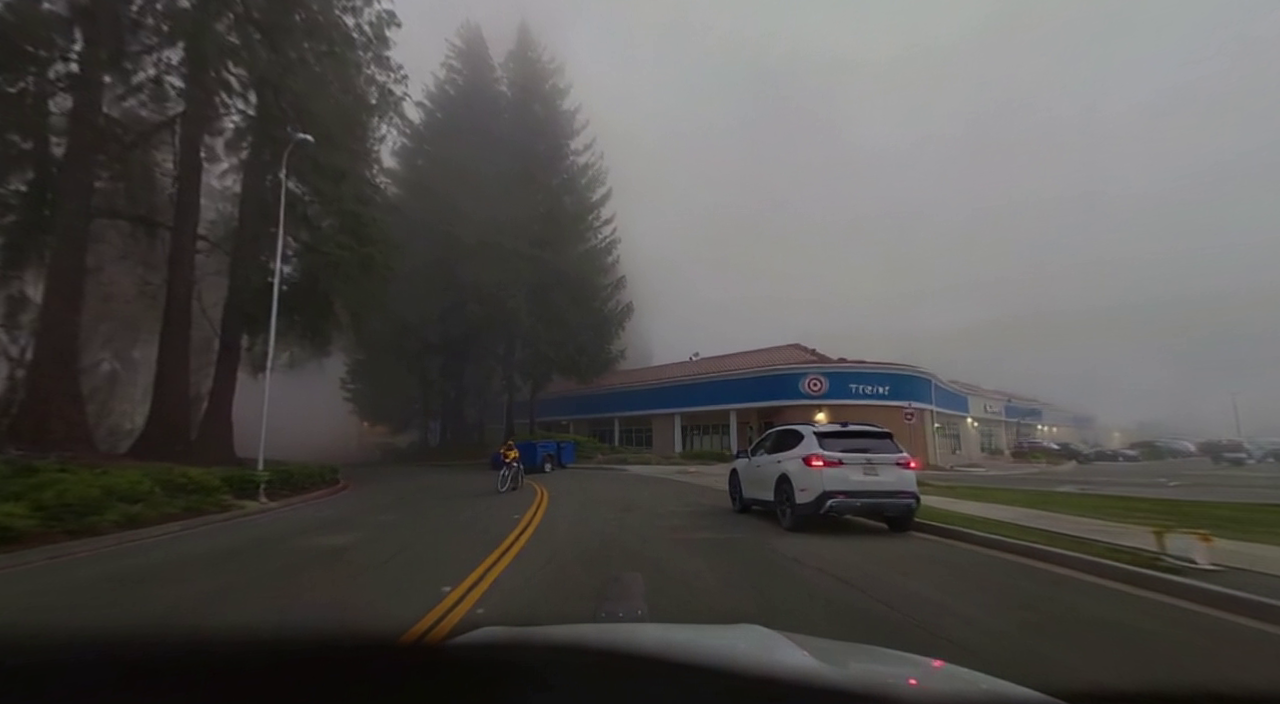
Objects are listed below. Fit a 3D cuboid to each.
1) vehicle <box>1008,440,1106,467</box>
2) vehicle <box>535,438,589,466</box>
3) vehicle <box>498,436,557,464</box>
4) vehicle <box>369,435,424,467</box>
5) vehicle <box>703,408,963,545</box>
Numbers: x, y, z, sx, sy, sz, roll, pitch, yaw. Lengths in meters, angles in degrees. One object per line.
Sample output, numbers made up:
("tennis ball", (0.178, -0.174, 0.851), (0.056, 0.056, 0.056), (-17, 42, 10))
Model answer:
("vehicle", (26.035, 6.339, 39.558), (4.800, 1.574, 1.815), (-8, -12, 43))
("vehicle", (-4.888, 6.176, 39.126), (2.007, 1.639, 4.444), (4, -9, -25))
("vehicle", (-7.929, 6.842, 44.168), (2.278, 1.805, 4.950), (5, -10, -33))
("vehicle", (-16.148, 6.493, 41.708), (2.319, 1.976, 4.839), (5, -10, -33))
("vehicle", (2.848, 2.022, 10.968), (2.292, 1.767, 5.128), (1, -9, -8))
